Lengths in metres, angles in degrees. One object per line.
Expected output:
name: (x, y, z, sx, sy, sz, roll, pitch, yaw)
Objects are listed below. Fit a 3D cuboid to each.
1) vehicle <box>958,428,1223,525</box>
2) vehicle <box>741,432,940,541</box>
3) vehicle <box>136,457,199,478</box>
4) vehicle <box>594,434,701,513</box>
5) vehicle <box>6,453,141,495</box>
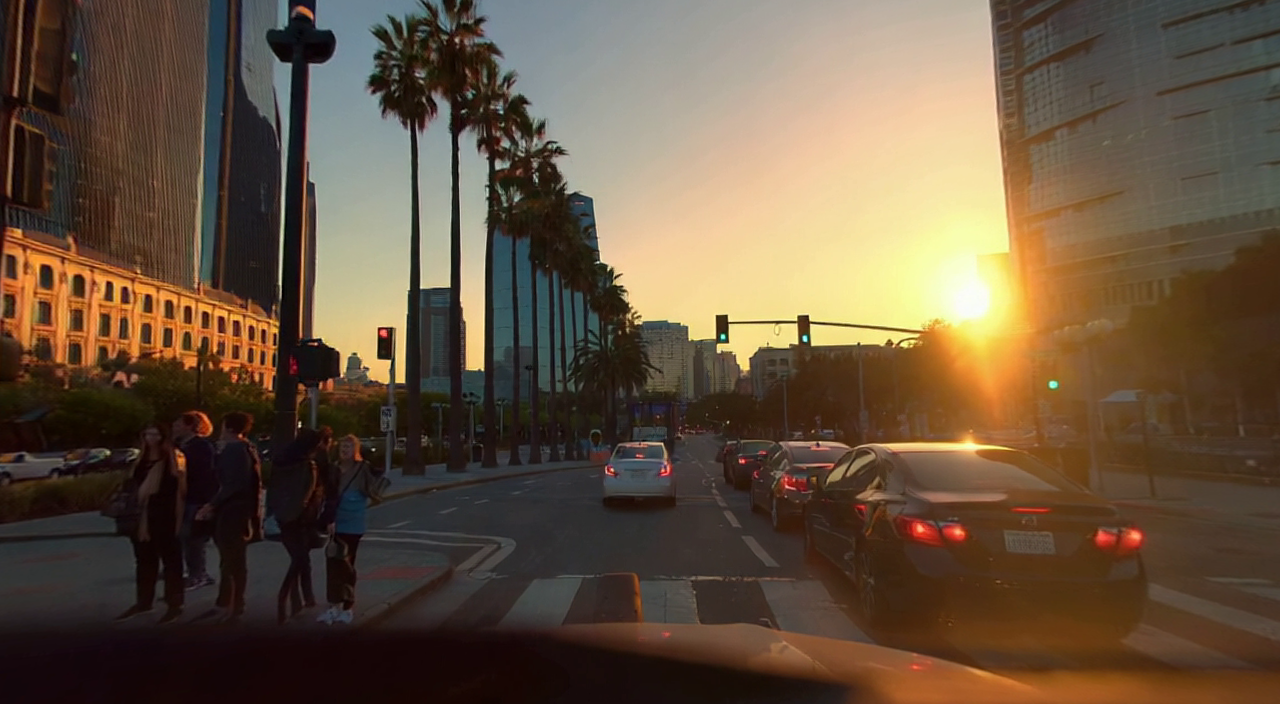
vehicle: (8.174, 2.278, 12.055, 1.859, 1.508, 4.259, 0, -9, -1)
vehicle: (3.093, 2.165, 10.838, 1.913, 1.469, 4.425, 0, -9, -1)
vehicle: (-36.823, 8.991, 49.221, 1.700, 1.527, 4.445, 1, -9, -4)
vehicle: (0.179, 2.618, 14.003, 2.048, 1.503, 3.681, 0, -9, 1)
vehicle: (-26.693, 5.721, 29.961, 2.105, 1.793, 4.812, 0, -9, -3)
